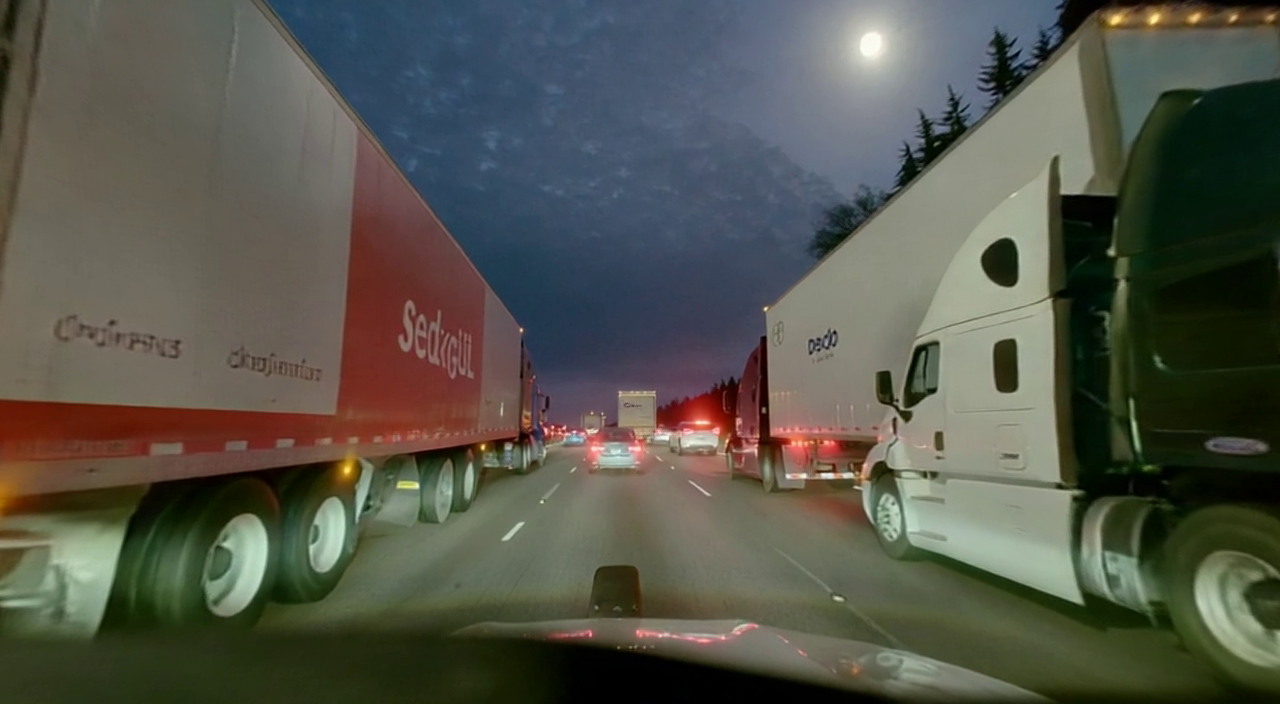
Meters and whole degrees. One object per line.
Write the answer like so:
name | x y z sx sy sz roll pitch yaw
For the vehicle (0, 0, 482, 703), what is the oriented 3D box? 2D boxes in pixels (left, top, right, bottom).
vehicle | -3.836 0.206 5.818 2.822 3.788 8.799 0 -8 -3

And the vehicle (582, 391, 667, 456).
vehicle | -1.554 5.474 47.149 2.899 4.112 13.912 2 -8 -16

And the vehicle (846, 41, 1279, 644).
vehicle | 5.180 0.119 5.805 2.992 3.986 5.841 3 -8 -22

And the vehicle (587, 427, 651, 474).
vehicle | -0.888 3.598 23.262 2.060 1.540 4.374 1 -8 -6
